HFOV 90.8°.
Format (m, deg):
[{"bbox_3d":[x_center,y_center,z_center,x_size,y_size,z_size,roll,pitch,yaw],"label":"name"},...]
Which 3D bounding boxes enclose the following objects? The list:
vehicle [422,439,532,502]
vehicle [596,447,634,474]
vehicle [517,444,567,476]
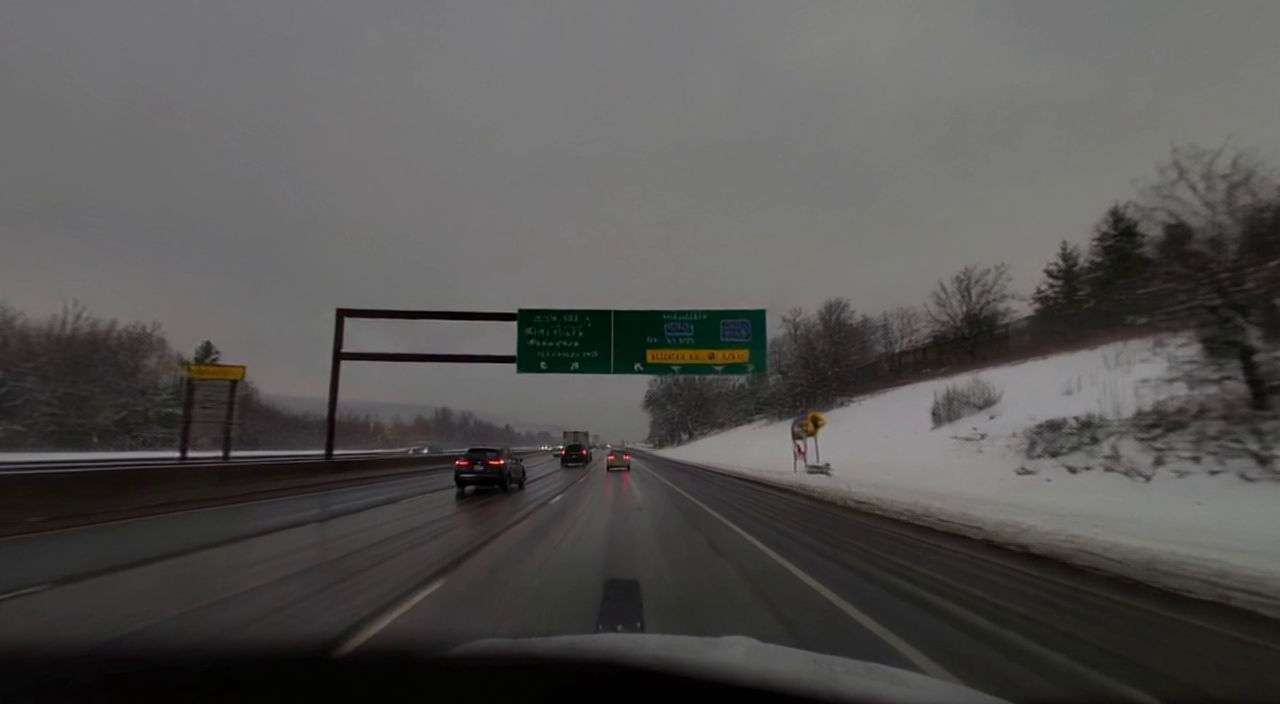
[{"bbox_3d":[-4.650,3.440,18.720,2.208,1.619,4.162,0,-9,-1],"label":"vehicle"},{"bbox_3d":[-1.452,6.093,35.647,1.988,1.440,4.201,0,-9,-3],"label":"vehicle"},{"bbox_3d":[-5.222,5.814,34.183,2.118,1.624,4.032,0,-9,-1],"label":"vehicle"}]
